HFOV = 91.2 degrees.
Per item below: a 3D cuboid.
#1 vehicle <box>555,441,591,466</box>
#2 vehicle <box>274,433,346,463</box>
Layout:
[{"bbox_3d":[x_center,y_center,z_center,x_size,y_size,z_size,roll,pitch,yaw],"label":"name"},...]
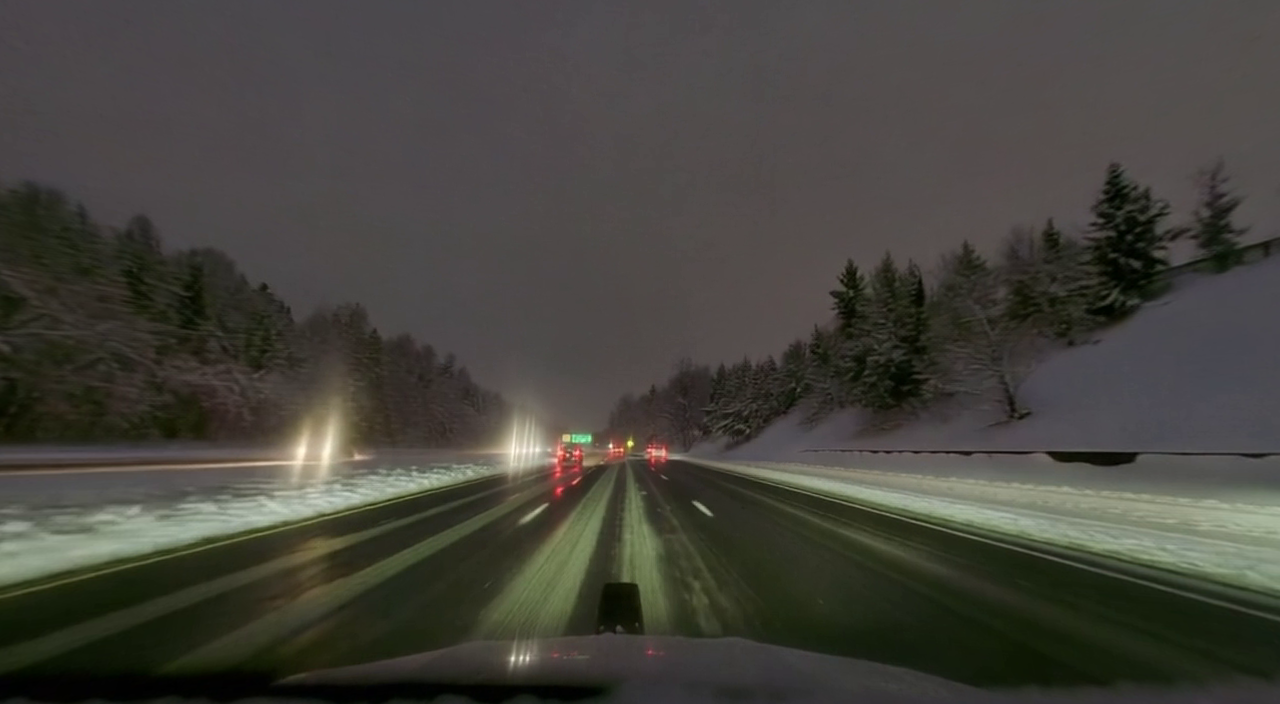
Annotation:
[{"bbox_3d":[-4.572,7.023,43.281,2.071,1.615,3.868,0,-9,-1],"label":"vehicle"},{"bbox_3d":[-17.600,5.149,33.654,1.832,1.487,3.853,0,-9,-1],"label":"vehicle"}]
